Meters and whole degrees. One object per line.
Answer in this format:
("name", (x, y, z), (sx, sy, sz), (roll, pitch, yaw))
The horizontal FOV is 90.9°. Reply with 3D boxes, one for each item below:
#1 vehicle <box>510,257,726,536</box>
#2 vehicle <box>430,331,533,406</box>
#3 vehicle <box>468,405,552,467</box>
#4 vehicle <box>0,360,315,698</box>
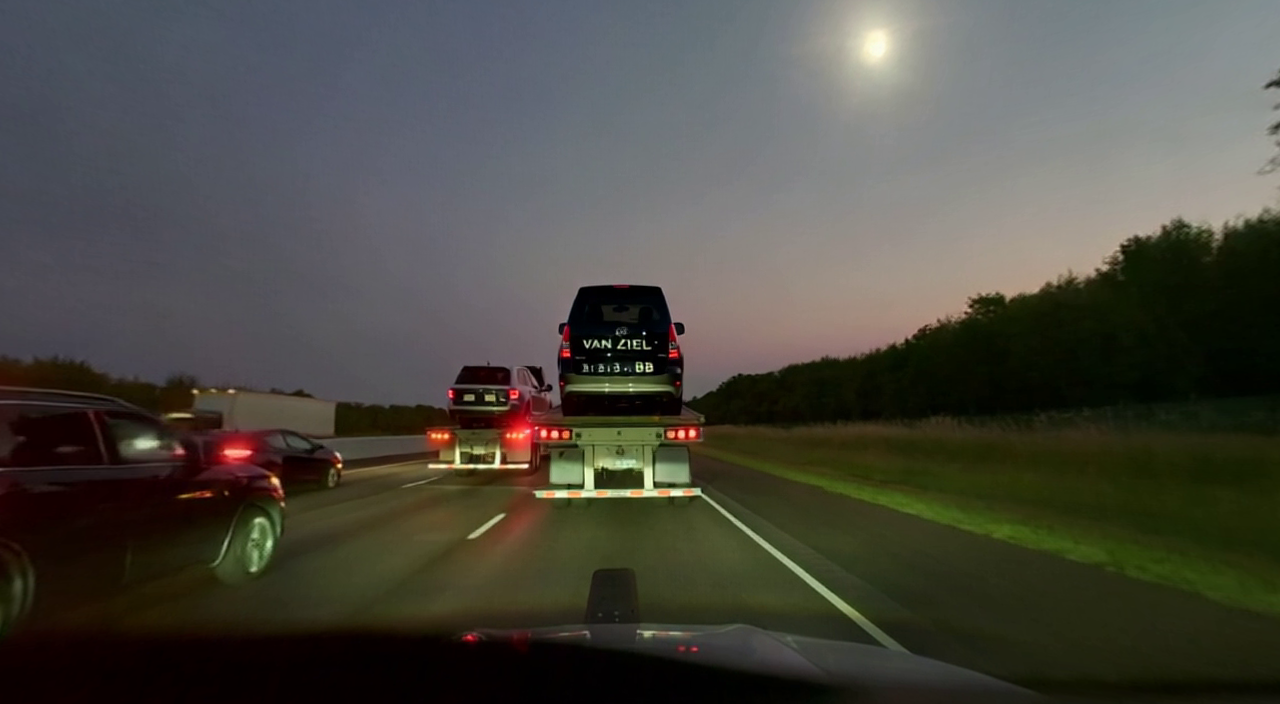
("vehicle", (-0.448, 1.131, 12.819), (2.738, 3.628, 9.223), (0, -7, -2))
("vehicle", (-4.641, 0.629, 19.234), (2.118, 1.799, 4.591), (0, -7, -2))
("vehicle", (-4.706, 3.086, 23.443), (2.258, 1.970, 4.402), (-2, -7, -2))
("vehicle", (-4.186, 1.012, 4.115), (1.914, 1.675, 4.331), (0, -7, -2))
